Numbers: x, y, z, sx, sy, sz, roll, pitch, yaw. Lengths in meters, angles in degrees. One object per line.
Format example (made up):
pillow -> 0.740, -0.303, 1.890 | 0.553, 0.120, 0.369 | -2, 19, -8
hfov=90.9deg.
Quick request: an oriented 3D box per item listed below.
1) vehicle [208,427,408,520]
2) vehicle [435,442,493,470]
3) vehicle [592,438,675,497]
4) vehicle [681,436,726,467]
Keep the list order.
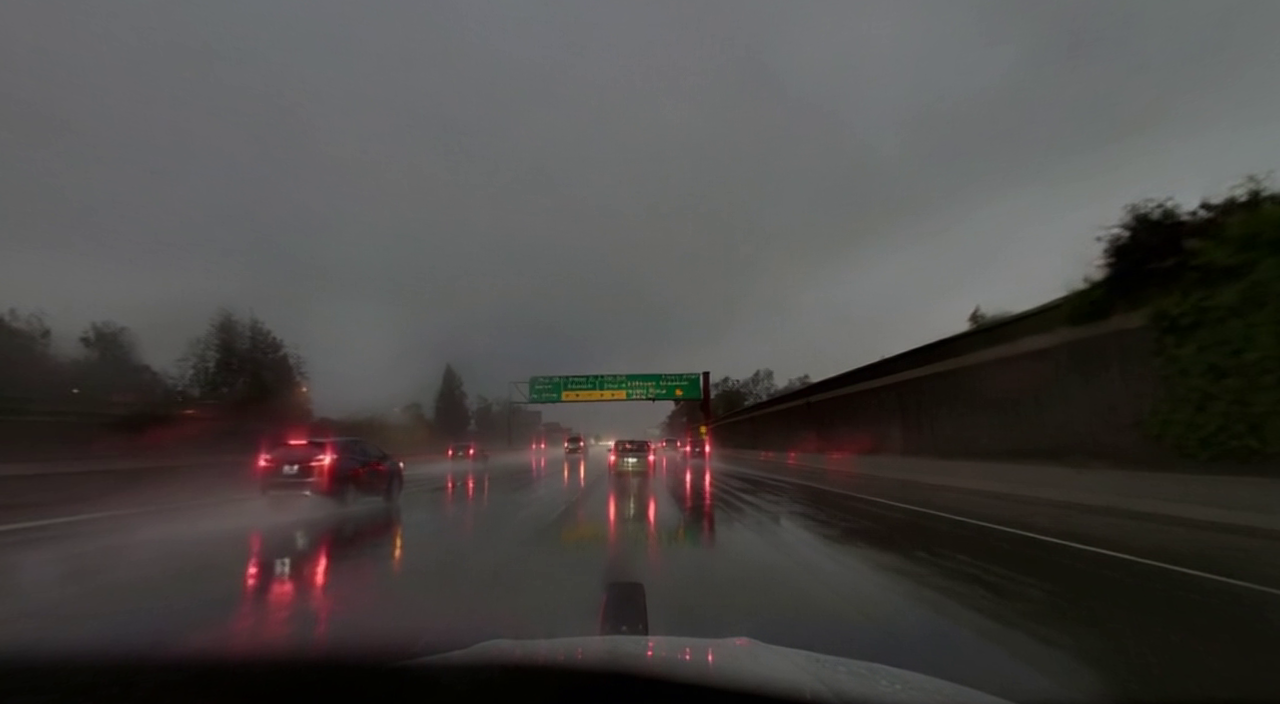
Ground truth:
vehicle -> -6.869, 2.536, 13.706 | 2.060, 1.669, 4.242 | 0, -8, -1
vehicle -> -10.451, 6.219, 37.923 | 2.019, 1.510, 4.992 | 0, -8, 1
vehicle -> -0.179, 3.168, 17.724 | 2.042, 1.446, 4.269 | 0, -8, -1
vehicle -> 3.703, 5.915, 37.671 | 2.100, 1.707, 4.342 | 0, -8, -2
